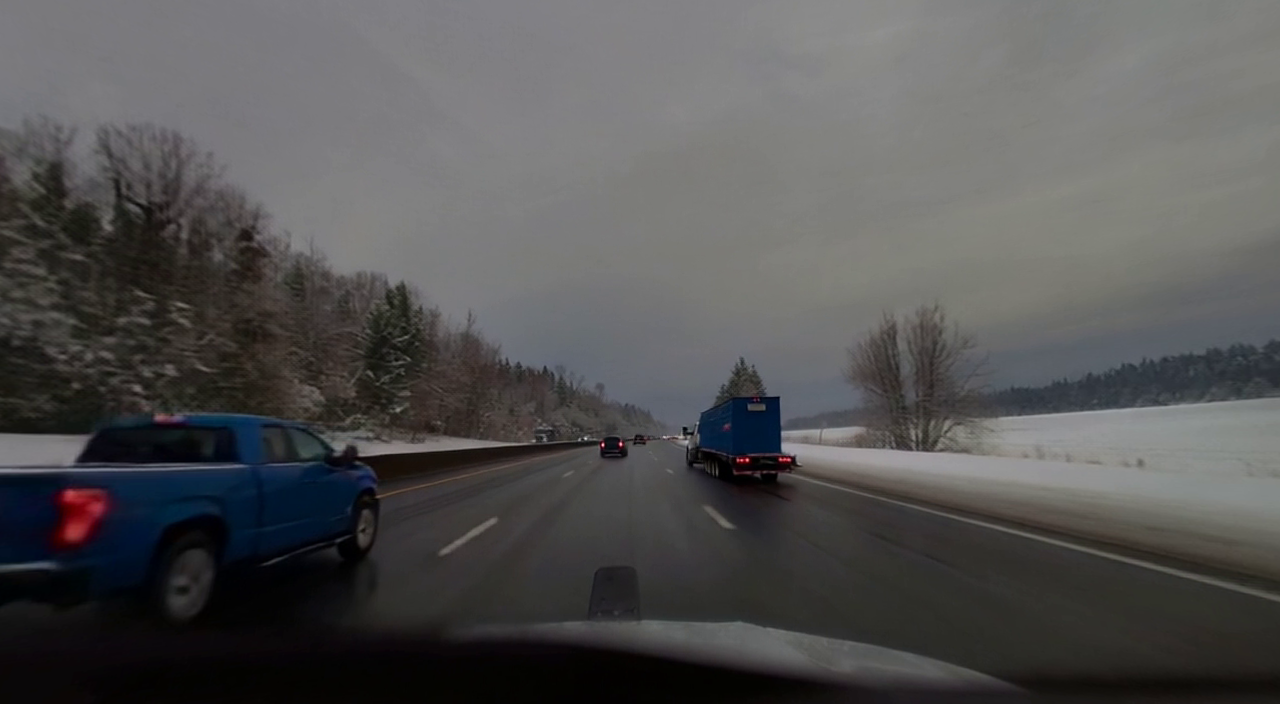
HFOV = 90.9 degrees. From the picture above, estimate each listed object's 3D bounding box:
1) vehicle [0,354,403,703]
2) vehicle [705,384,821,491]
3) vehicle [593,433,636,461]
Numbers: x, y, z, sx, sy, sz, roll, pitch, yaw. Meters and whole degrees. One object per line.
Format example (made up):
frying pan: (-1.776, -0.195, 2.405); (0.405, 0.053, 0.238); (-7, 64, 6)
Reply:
vehicle: (-3.279, 1.057, 4.026); (2.008, 1.588, 4.147); (0, -8, -2)
vehicle: (3.160, 2.324, 17.203); (2.256, 2.568, 4.049); (0, -8, -1)
vehicle: (-1.388, 5.427, 36.274); (2.195, 1.529, 4.572); (0, -8, 2)
